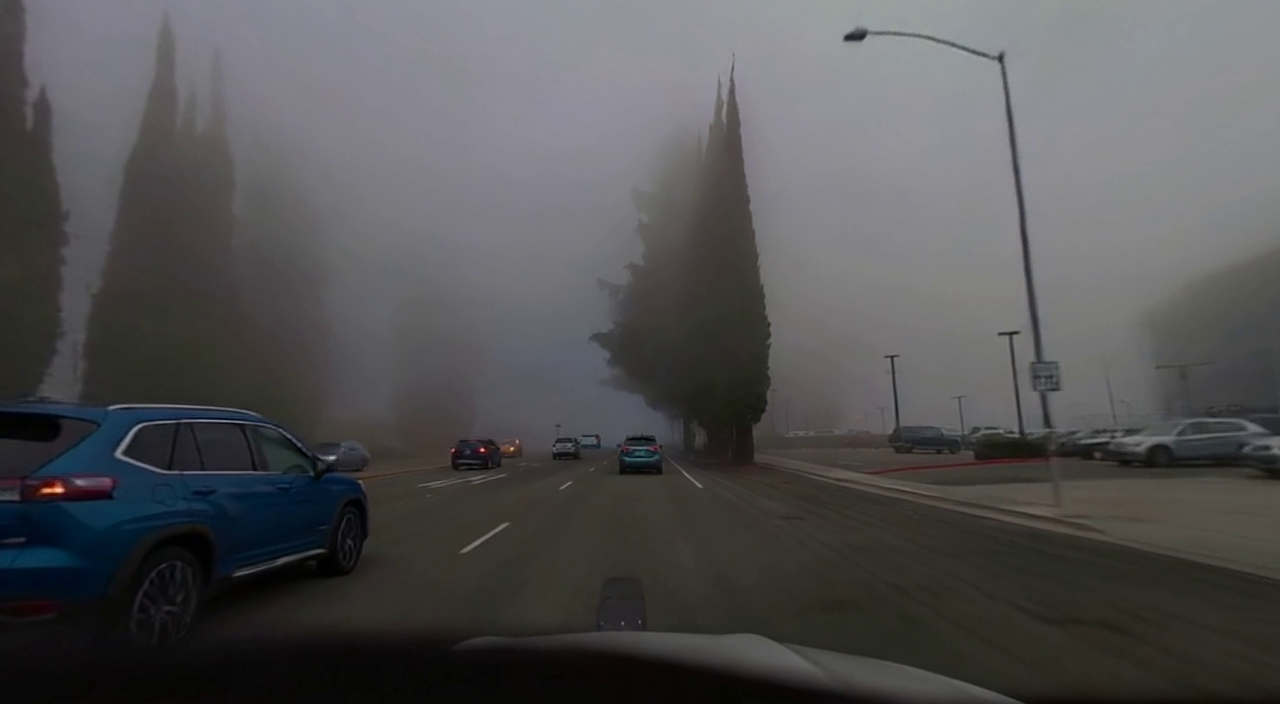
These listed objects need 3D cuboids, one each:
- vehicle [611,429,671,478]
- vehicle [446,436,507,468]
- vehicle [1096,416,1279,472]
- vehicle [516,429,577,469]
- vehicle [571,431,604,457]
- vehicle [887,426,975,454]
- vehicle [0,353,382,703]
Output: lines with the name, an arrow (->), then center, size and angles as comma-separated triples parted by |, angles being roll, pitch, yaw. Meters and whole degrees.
vehicle -> 0.033, 3.724, 23.283 | 2.042, 1.641, 4.187 | 0, -8, 0
vehicle -> -8.121, 4.996, 31.600 | 1.926, 1.463, 4.450 | 0, -8, -1
vehicle -> 17.228, 2.882, 19.748 | 4.290, 1.664, 1.893 | 0, -8, -3
vehicle -> -4.255, 4.516, 29.244 | 2.113, 1.713, 4.422 | 0, -8, 0
vehicle -> -3.806, 6.762, 46.132 | 2.047, 1.810, 4.414 | 0, -8, 0
vehicle -> 17.503, 5.318, 37.894 | 4.329, 1.656, 1.873 | 0, -8, 1
vehicle -> -3.802, 1.104, 4.533 | 2.070, 1.641, 4.152 | 0, -8, 0
